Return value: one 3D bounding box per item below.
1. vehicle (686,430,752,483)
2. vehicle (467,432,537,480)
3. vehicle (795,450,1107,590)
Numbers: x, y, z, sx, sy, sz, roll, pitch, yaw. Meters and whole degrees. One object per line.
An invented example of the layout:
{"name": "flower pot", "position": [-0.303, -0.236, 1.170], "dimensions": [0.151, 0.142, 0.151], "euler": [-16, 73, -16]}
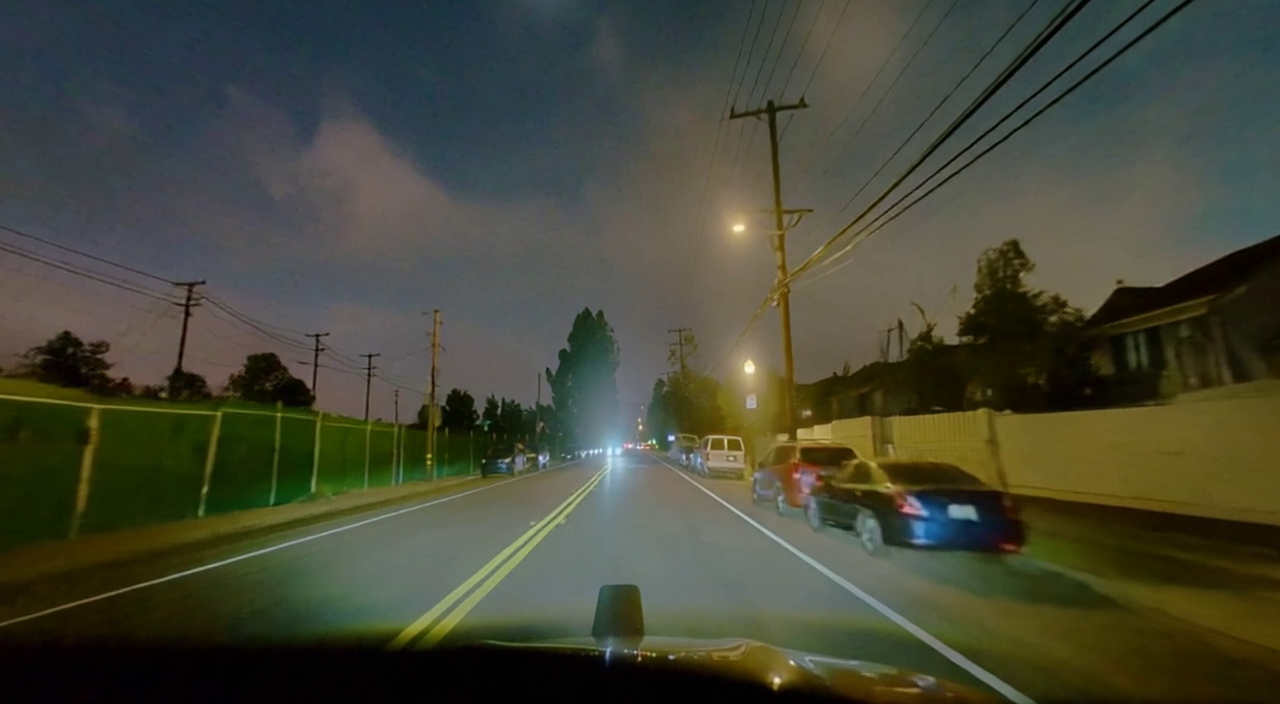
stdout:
{"name": "vehicle", "position": [3.255, 4.462, 27.271], "dimensions": [2.053, 2.005, 5.495], "euler": [0, -9, -1]}
{"name": "vehicle", "position": [-6.723, 5.103, 31.431], "dimensions": [2.268, 2.154, 5.321], "euler": [0, -8, 0]}
{"name": "vehicle", "position": [3.580, 1.977, 8.319], "dimensions": [1.984, 1.342, 4.066], "euler": [0, -9, -1]}
